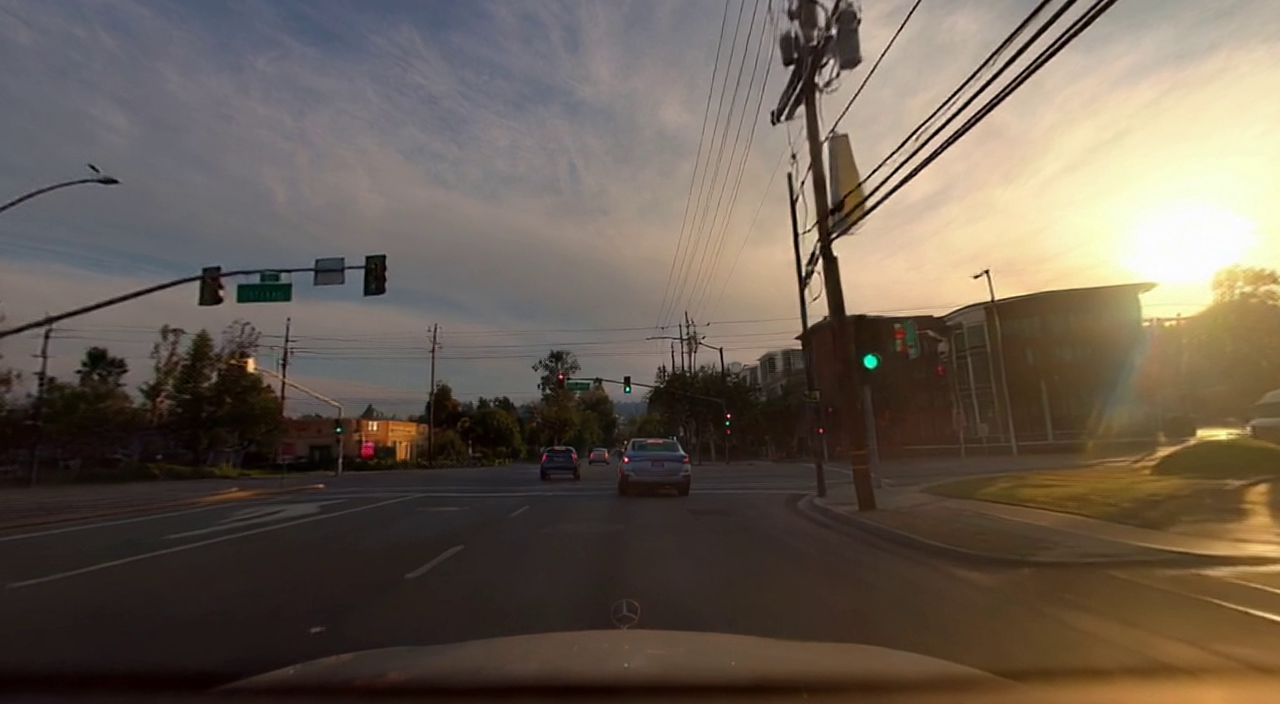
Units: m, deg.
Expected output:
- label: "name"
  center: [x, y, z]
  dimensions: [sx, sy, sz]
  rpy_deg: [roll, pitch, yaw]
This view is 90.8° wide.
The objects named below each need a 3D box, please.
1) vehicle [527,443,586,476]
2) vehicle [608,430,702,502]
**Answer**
- label: "vehicle"
  center: [-3.939, 5.119, 30.412]
  dimensions: [2.153, 1.474, 4.284]
  rpy_deg: [0, -8, 1]
- label: "vehicle"
  center: [0.337, 2.915, 16.614]
  dimensions: [2.156, 1.636, 3.923]
  rpy_deg: [0, -8, 0]
